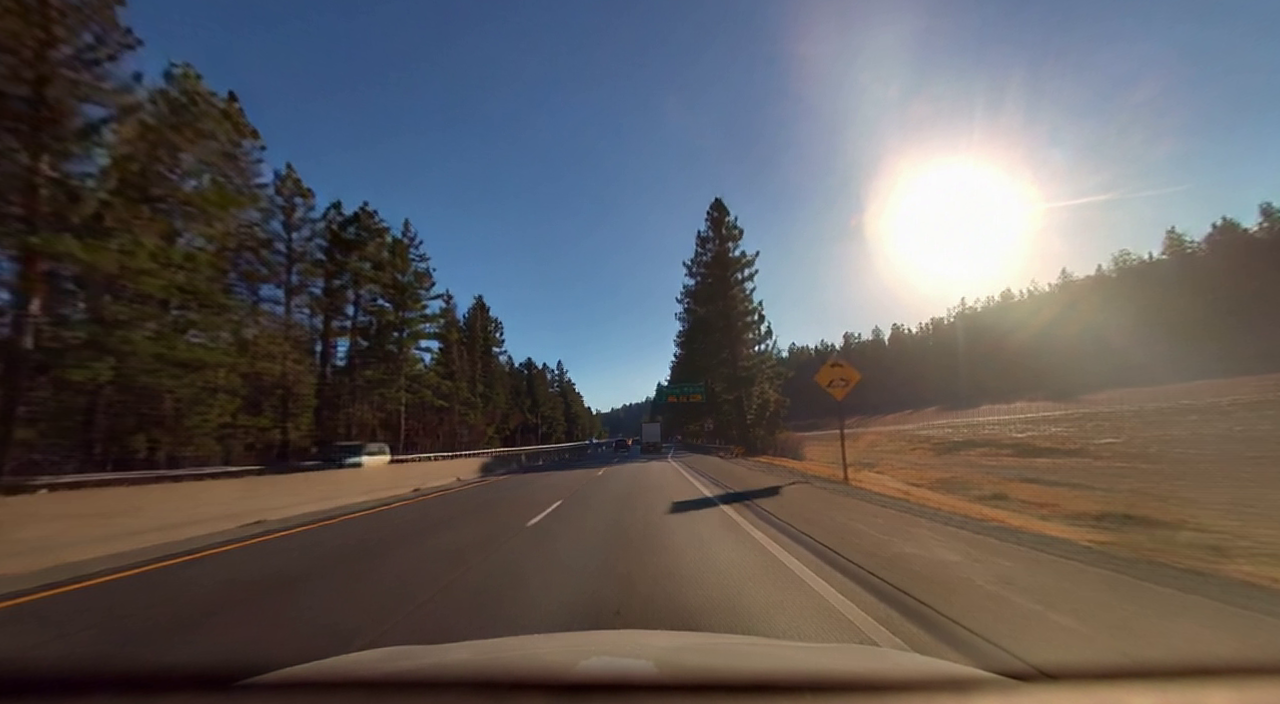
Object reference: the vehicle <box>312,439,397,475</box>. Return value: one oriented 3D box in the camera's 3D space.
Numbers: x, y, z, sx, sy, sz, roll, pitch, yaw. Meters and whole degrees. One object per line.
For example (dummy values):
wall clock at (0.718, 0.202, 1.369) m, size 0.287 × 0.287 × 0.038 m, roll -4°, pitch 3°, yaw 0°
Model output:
vehicle at (-13.915, 5.130, 31.043) m, size 2.090 × 1.639 × 4.451 m, roll 0°, pitch -8°, yaw 0°
